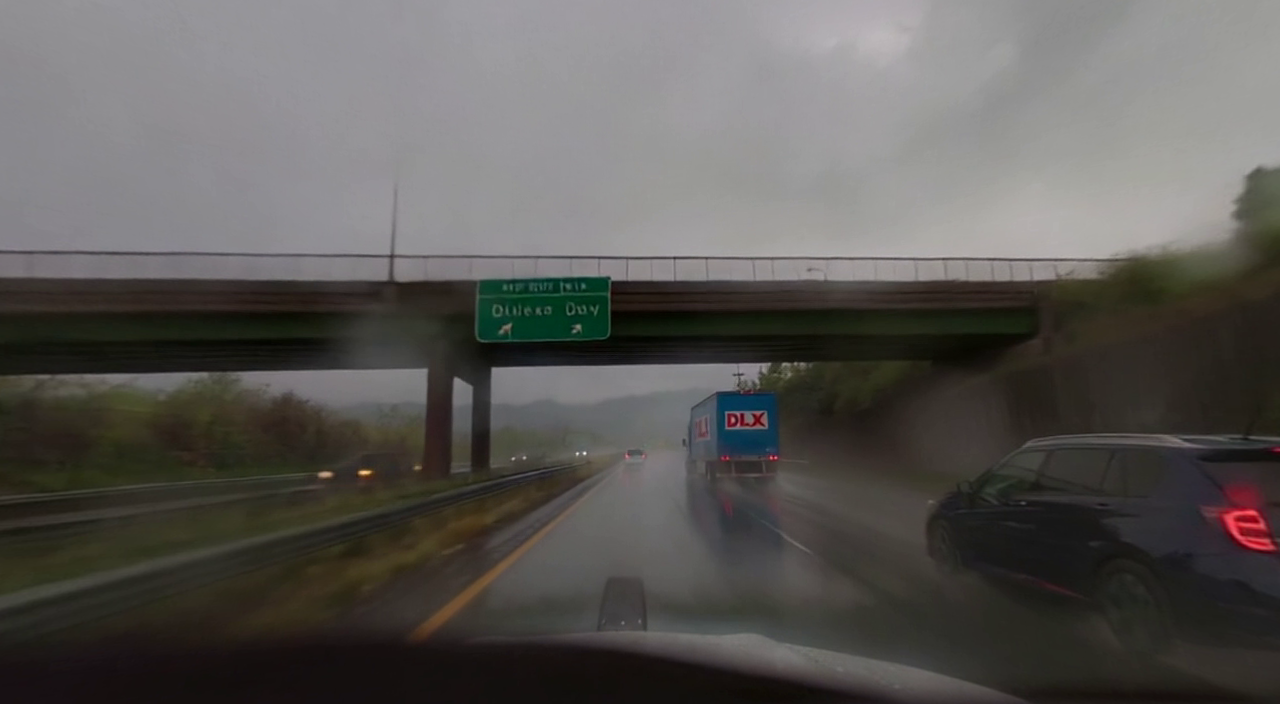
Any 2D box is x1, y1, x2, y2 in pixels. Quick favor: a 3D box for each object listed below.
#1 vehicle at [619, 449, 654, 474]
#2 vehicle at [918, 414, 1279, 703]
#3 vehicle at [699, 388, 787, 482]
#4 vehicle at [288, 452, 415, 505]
[{"bbox_3d":[-0.200,6.757,38.986,2.055,1.445,3.661,0,-9,0],"label":"vehicle"},{"bbox_3d":[3.766,1.231,4.225,1.894,1.452,4.164,0,-9,0],"label":"vehicle"},{"bbox_3d":[4.807,4.174,31.113,2.838,3.985,8.010,0,-9,-1],"label":"vehicle"},{"bbox_3d":[-8.640,3.795,19.357,1.878,1.442,4.165,0,-9,1],"label":"vehicle"}]
